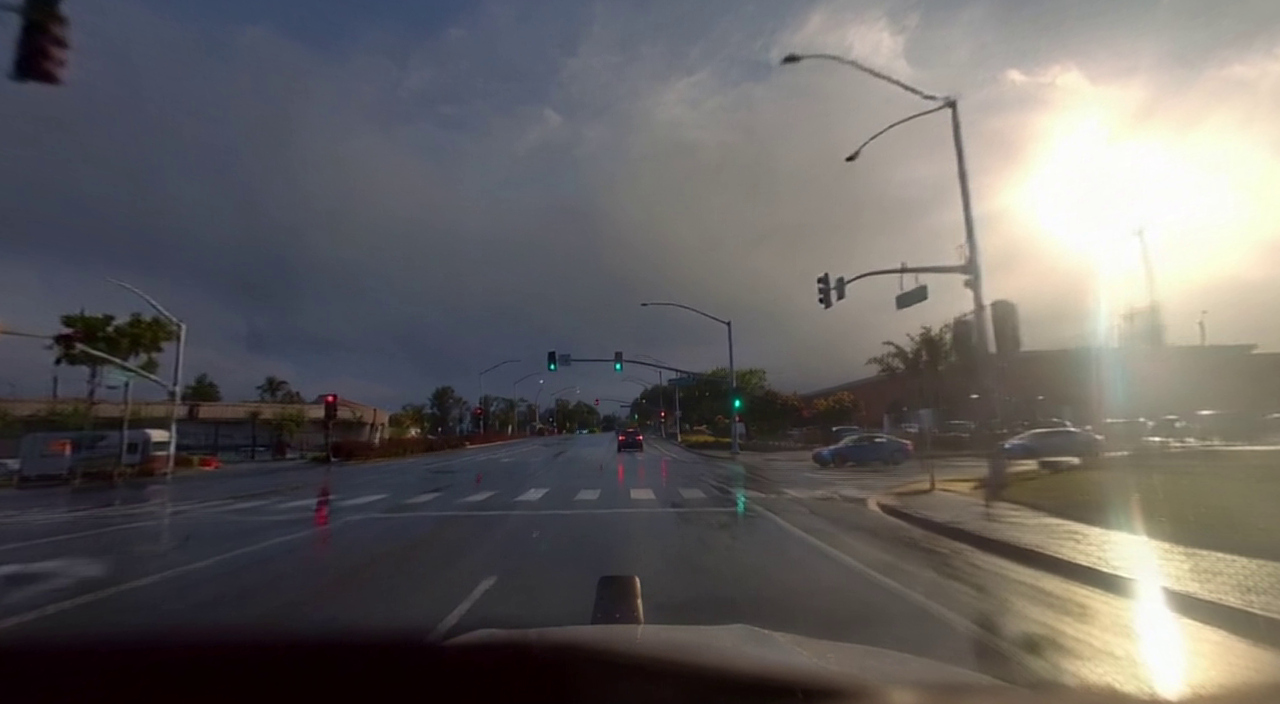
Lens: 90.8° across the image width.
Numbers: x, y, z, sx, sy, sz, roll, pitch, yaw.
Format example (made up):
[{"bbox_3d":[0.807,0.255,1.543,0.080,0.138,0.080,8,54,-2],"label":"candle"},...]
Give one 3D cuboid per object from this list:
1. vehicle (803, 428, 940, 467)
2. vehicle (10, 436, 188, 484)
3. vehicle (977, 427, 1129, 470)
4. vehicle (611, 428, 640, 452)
[{"bbox_3d":[9.351,3.909,25.844,4.794,1.511,1.992,0,-8,-3],"label":"vehicle"},{"bbox_3d":[-34.480,6.899,40.585,8.399,2.938,2.801,1,-8,-4],"label":"vehicle"},{"bbox_3d":[16.724,3.913,25.758,4.710,1.588,2.053,-1,-9,-2],"label":"vehicle"},{"bbox_3d":[-1.052,6.451,46.096,2.024,1.628,4.774,0,-8,-1],"label":"vehicle"}]
